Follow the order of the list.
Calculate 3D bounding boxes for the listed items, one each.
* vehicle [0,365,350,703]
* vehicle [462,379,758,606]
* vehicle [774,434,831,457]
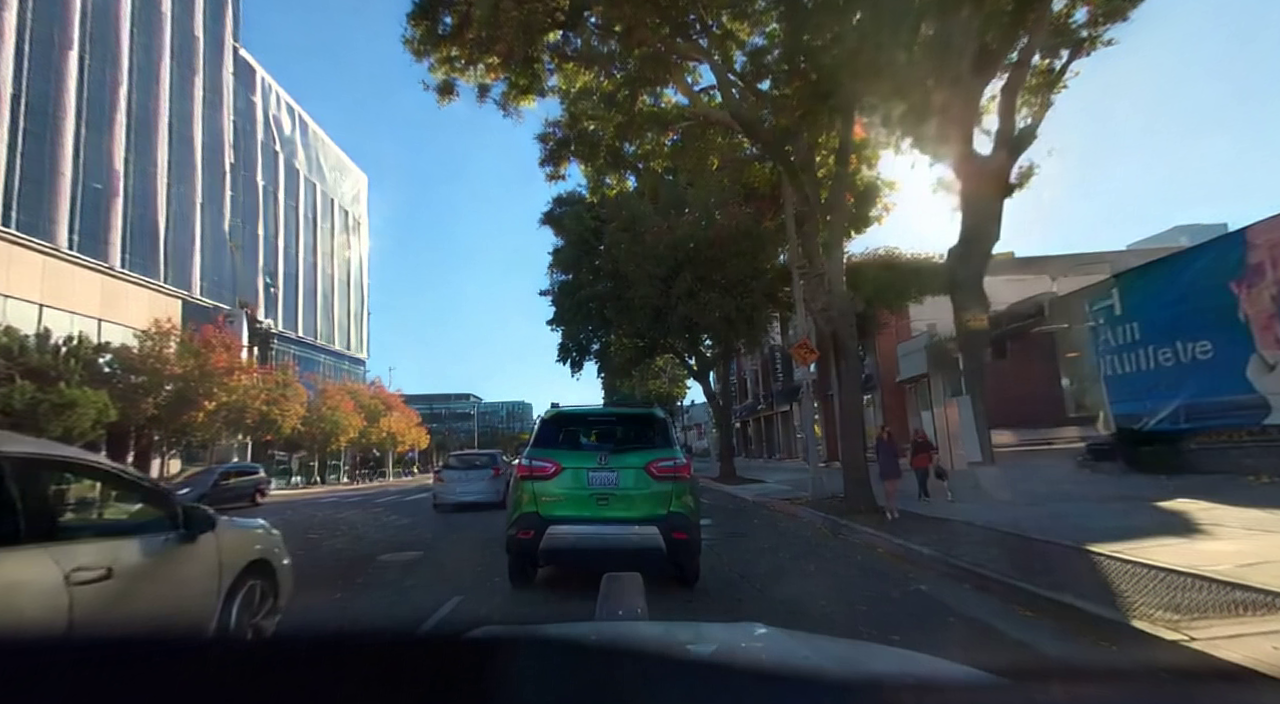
[{"bbox_3d":[-3.340,0.997,3.004,1.971,1.658,4.428,0,-8,-3],"label":"vehicle"},{"bbox_3d":[-0.340,1.522,7.716,2.531,1.930,4.382,0,-8,-2],"label":"vehicle"},{"bbox_3d":[10.461,5.990,40.427,1.877,1.416,3.965,-8,-12,41],"label":"vehicle"}]
